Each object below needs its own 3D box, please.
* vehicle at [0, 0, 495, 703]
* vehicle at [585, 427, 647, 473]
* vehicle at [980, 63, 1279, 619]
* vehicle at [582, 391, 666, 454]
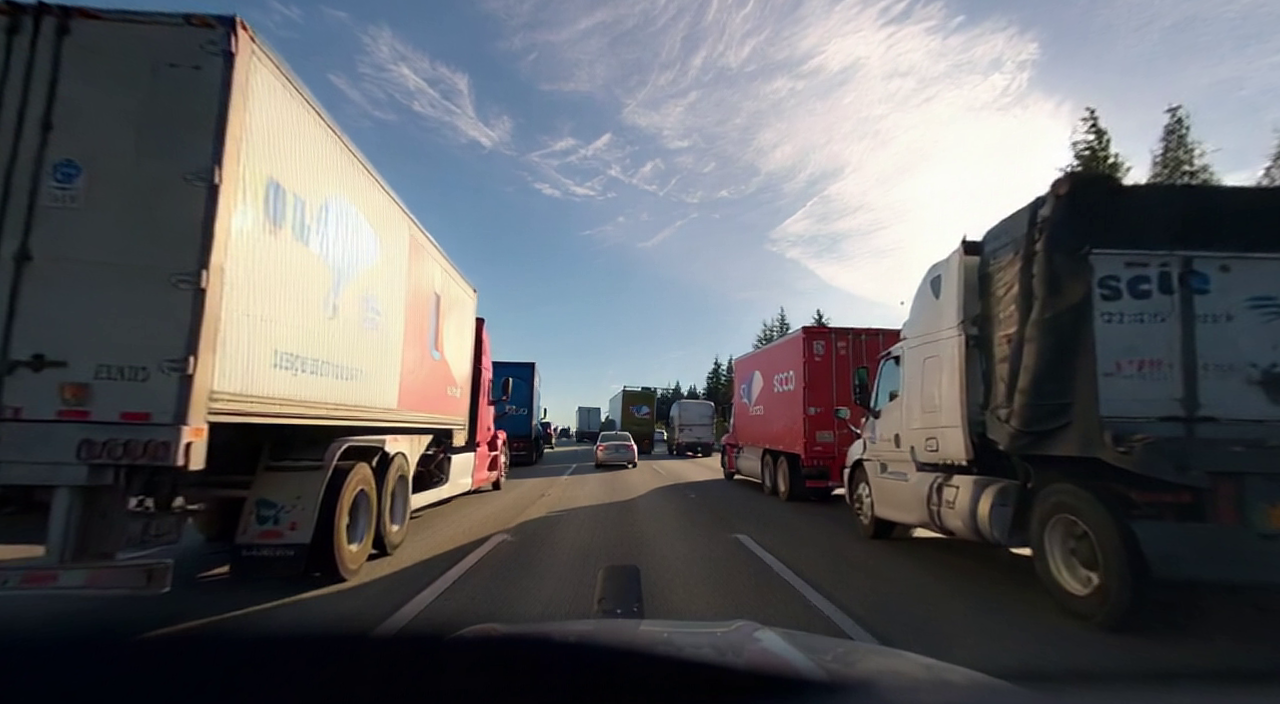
[{"bbox_3d":[-3.897,0.358,7.150,2.822,3.788,8.799,0,-8,-3],"label":"vehicle"},{"bbox_3d":[-1.005,3.638,23.712,2.060,1.540,4.374,1,-8,-6],"label":"vehicle"},{"bbox_3d":[7.836,-0.593,1.027,2.820,4.084,13.786,3,-8,-23],"label":"vehicle"},{"bbox_3d":[-1.633,5.527,47.974,2.899,4.112,13.912,2,-8,-16],"label":"vehicle"}]
